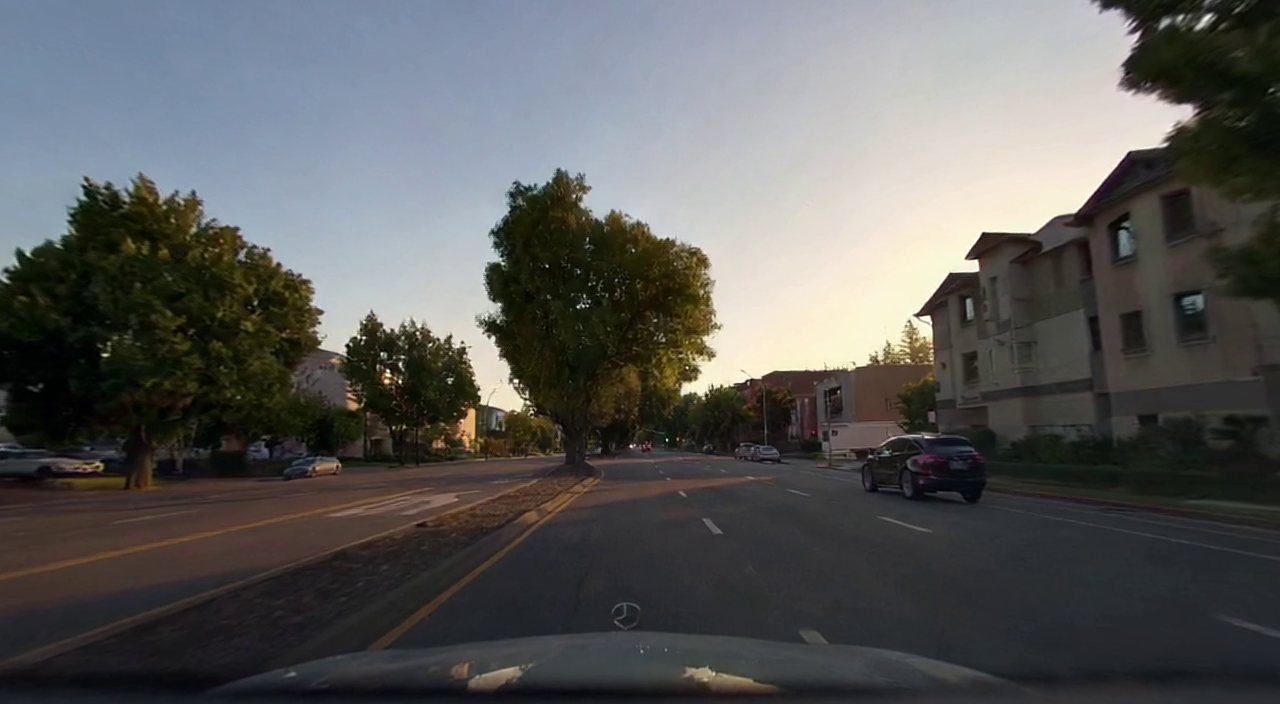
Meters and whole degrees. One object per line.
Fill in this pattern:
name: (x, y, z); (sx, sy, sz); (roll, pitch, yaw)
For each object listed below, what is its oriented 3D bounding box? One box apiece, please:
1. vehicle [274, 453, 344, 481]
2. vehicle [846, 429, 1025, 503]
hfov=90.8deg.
vehicle: (-20.633, 7.158, 39.591); (1.945, 1.469, 4.539); (-1, -8, 0)
vehicle: (7.372, 2.895, 16.464); (2.053, 1.628, 4.717); (1, -9, -5)
